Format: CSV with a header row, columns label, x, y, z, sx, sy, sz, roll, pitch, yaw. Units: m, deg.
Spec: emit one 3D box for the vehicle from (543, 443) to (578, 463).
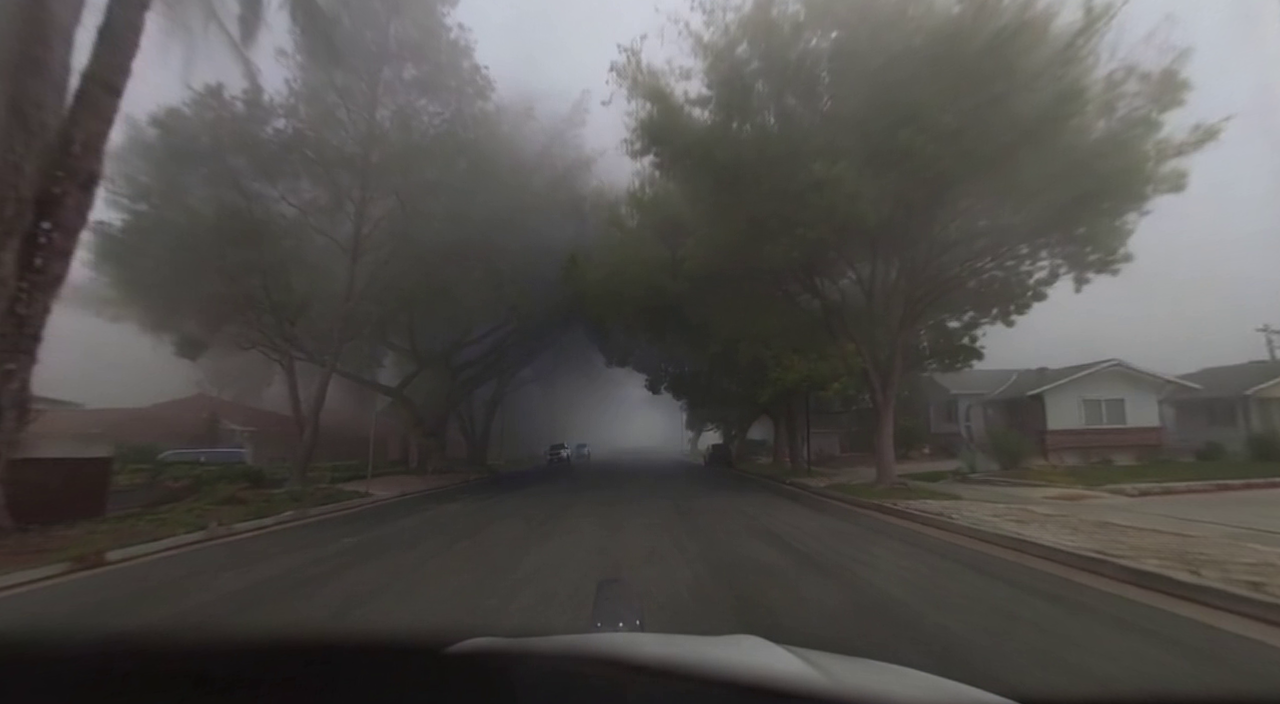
label,x,y,z,sx,sy,sz,roll,pitch,yaw
vehicle,-6.137,7.877,49.377,2.026,1.449,4.422,-1,-8,2
